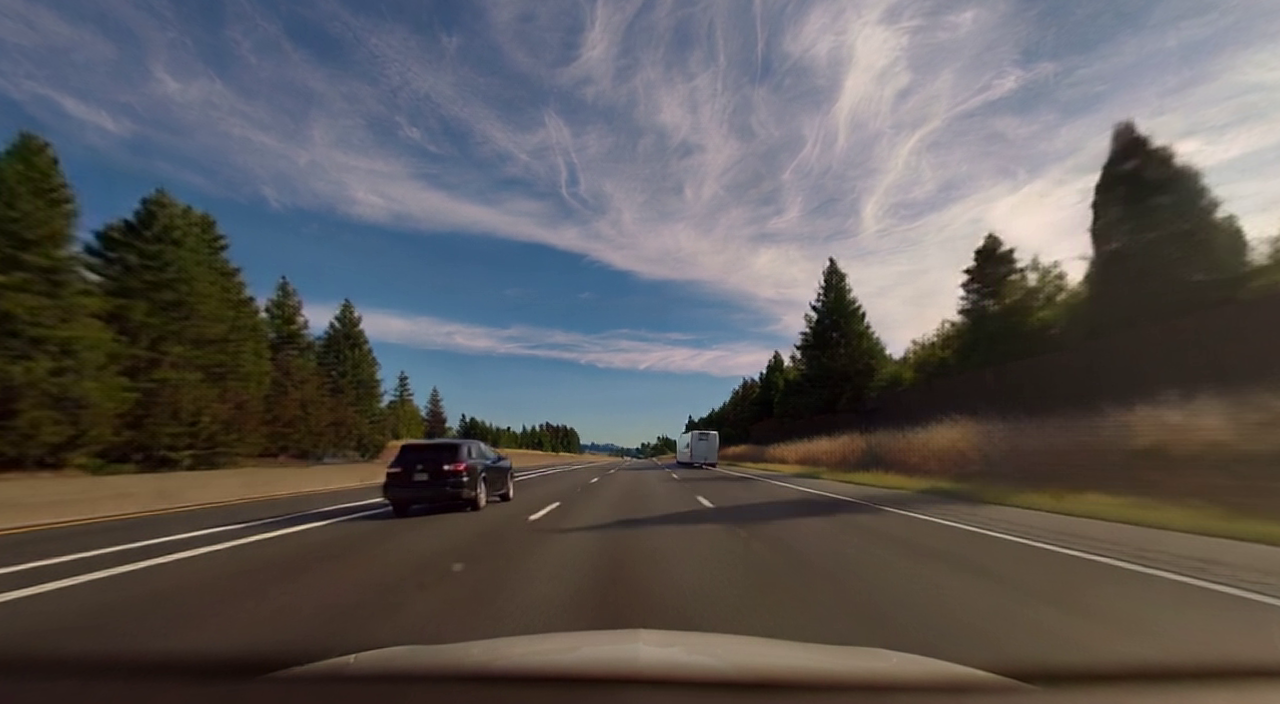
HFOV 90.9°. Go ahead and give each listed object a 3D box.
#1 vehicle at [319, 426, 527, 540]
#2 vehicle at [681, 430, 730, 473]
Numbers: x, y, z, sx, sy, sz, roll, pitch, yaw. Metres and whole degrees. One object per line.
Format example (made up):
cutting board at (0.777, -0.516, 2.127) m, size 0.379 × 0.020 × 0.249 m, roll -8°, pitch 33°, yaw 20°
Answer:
vehicle at (-3.532, 2.254, 11.437) m, size 2.020 × 1.619 × 4.690 m, roll 0°, pitch -9°, yaw 1°
vehicle at (4.311, 6.776, 42.913) m, size 2.614 × 2.655 × 6.429 m, roll 0°, pitch -9°, yaw 0°
